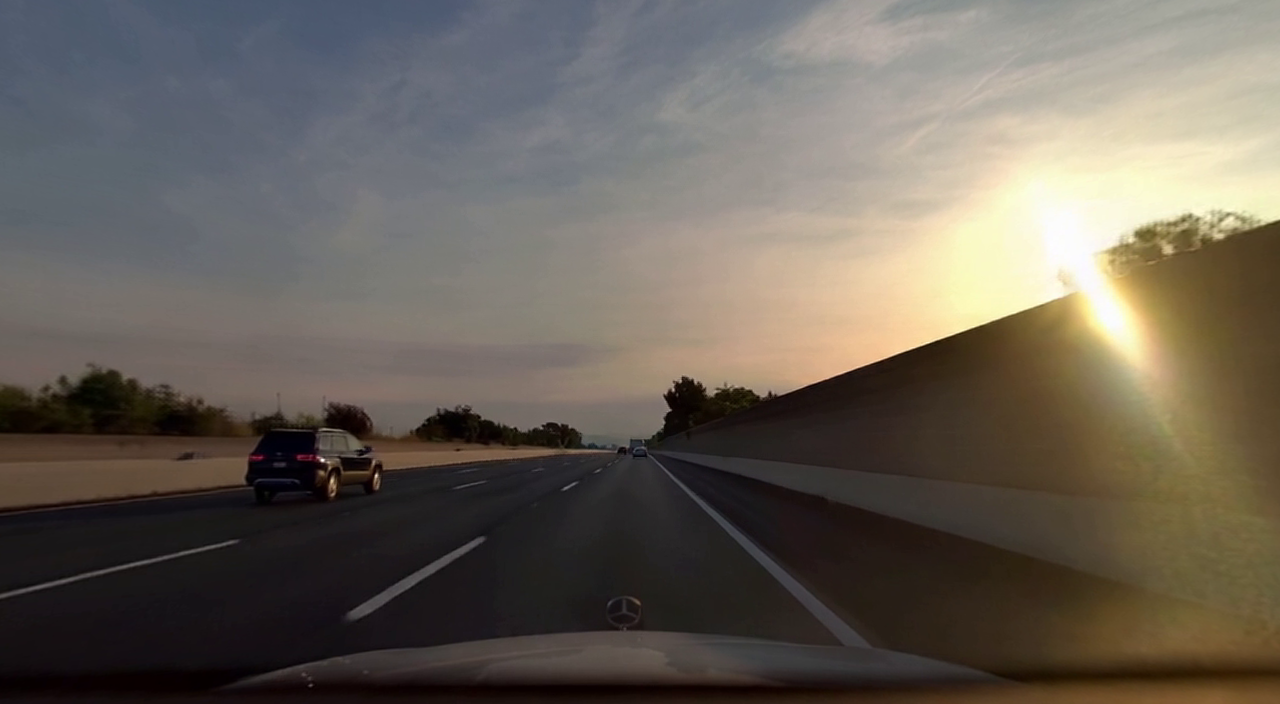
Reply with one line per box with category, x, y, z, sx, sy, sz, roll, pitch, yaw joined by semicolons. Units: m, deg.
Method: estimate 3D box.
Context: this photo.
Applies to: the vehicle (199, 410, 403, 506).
vehicle;-7.958;2.561;15.538;2.163;1.947;4.959;0;-9;1
